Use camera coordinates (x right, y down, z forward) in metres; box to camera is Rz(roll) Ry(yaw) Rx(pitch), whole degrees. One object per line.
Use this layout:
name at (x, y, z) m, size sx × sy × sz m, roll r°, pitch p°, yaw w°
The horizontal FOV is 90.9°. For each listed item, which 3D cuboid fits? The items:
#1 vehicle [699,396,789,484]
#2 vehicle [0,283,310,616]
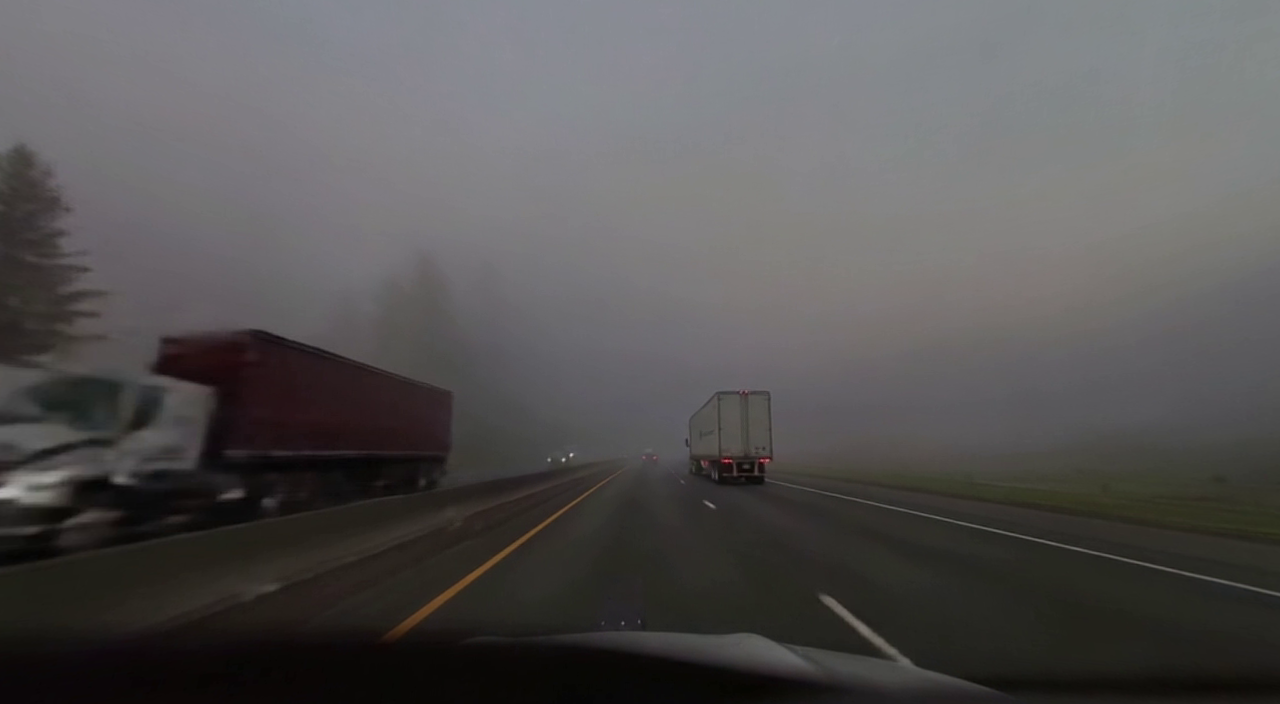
vehicle at (4.764, 4.496, 31.541) m, size 2.866 × 3.558 × 11.674 m, roll 0°, pitch -9°, yaw 2°
vehicle at (-8.653, 1.541, 10.418) m, size 3.016 × 3.937 × 5.836 m, roll 0°, pitch -9°, yaw 0°
